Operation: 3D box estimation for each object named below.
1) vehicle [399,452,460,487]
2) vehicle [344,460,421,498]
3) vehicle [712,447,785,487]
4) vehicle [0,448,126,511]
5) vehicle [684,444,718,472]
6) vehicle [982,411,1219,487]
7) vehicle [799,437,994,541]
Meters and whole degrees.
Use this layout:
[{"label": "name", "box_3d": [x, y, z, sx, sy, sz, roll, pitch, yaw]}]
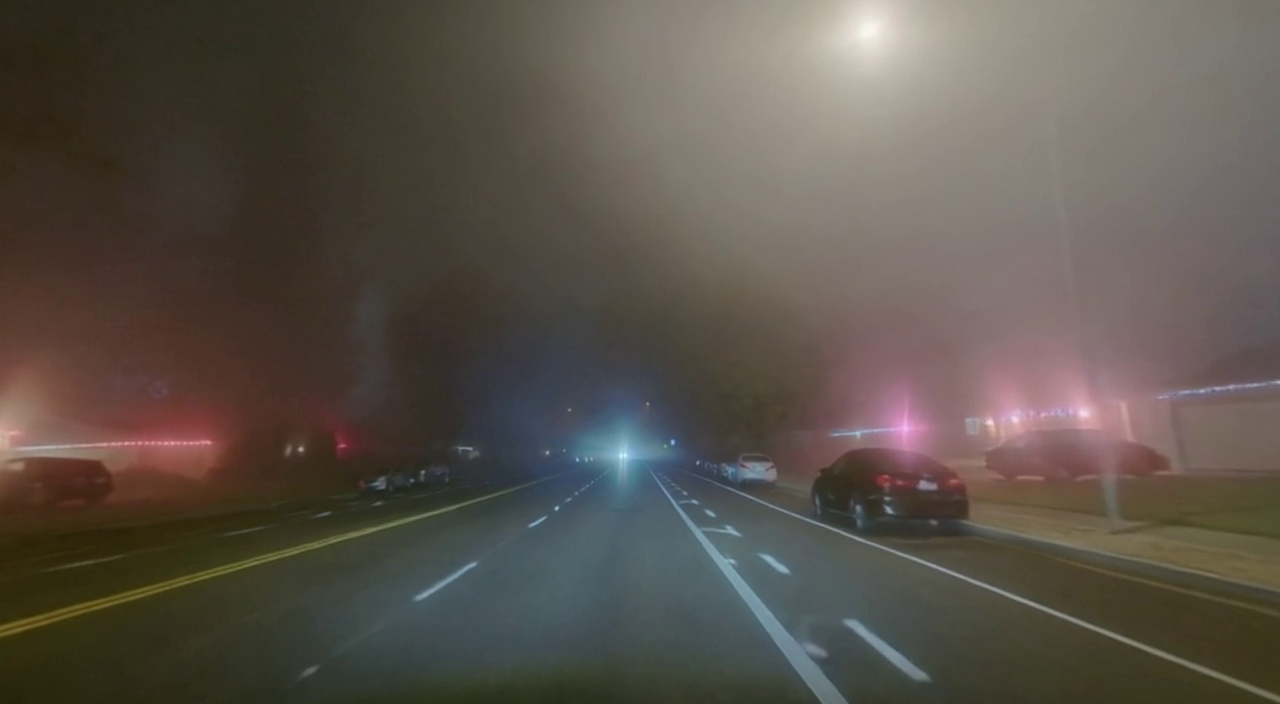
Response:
[{"label": "vehicle", "box_3d": [-12.796, 7.180, 38.766, 2.075, 1.917, 4.984, -1, -10, 0]}, {"label": "vehicle", "box_3d": [-12.827, 6.312, 31.823, 1.925, 1.498, 4.850, -4, -8, -1]}, {"label": "vehicle", "box_3d": [4.520, 4.859, 27.109, 2.035, 1.498, 4.910, -1, -9, -3]}, {"label": "vehicle", "box_3d": [-21.360, 4.344, 21.912, 5.005, 1.796, 2.268, 3, -9, 3]}, {"label": "vehicle", "box_3d": [4.214, 7.431, 44.556, 2.074, 1.838, 5.402, 0, -8, 2]}, {"label": "vehicle", "box_3d": [12.639, 2.732, 17.657, 4.850, 1.610, 1.980, -5, -10, 3]}, {"label": "vehicle", "box_3d": [4.686, 2.602, 12.533, 1.934, 1.546, 5.009, 2, -10, 2]}]
